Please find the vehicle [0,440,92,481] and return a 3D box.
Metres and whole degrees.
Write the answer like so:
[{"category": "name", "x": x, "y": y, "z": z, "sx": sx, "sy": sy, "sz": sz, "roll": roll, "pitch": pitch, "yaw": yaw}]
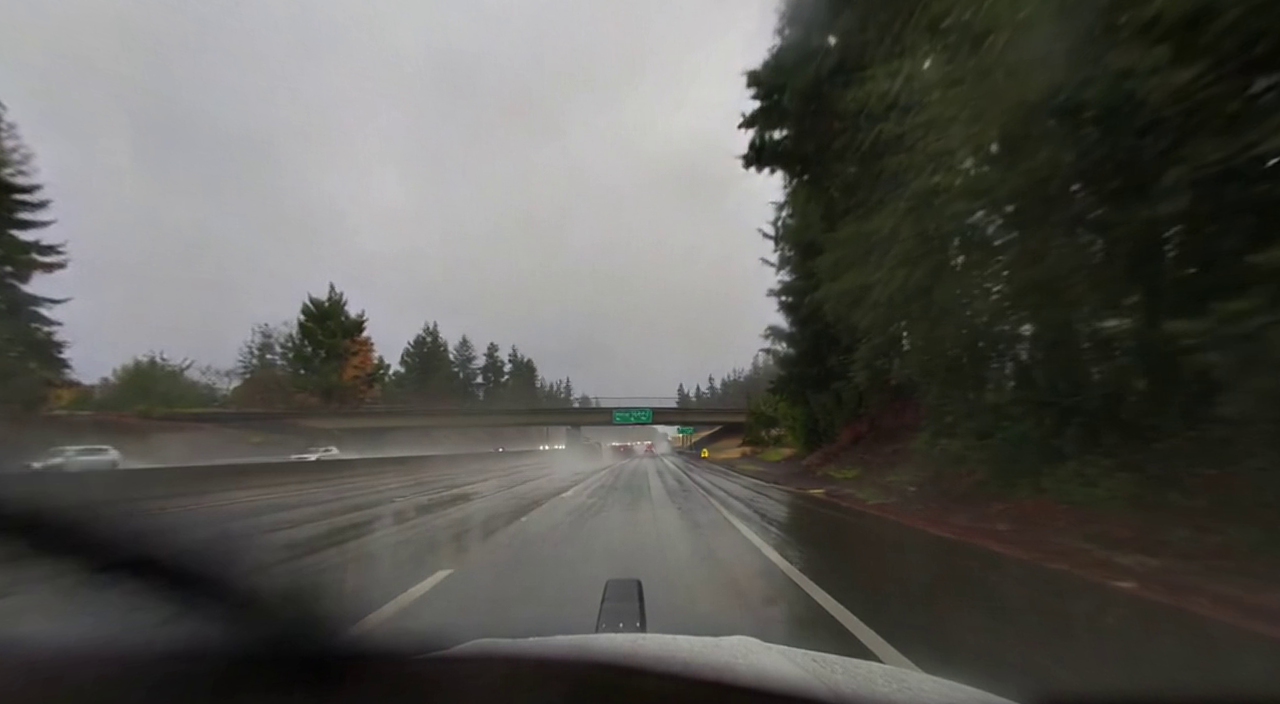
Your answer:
[{"category": "vehicle", "x": -32.080, "y": 5.539, "z": 32.471, "sx": 2.220, "sy": 1.982, "sz": 5.871, "roll": 0, "pitch": -9, "yaw": 1}]
